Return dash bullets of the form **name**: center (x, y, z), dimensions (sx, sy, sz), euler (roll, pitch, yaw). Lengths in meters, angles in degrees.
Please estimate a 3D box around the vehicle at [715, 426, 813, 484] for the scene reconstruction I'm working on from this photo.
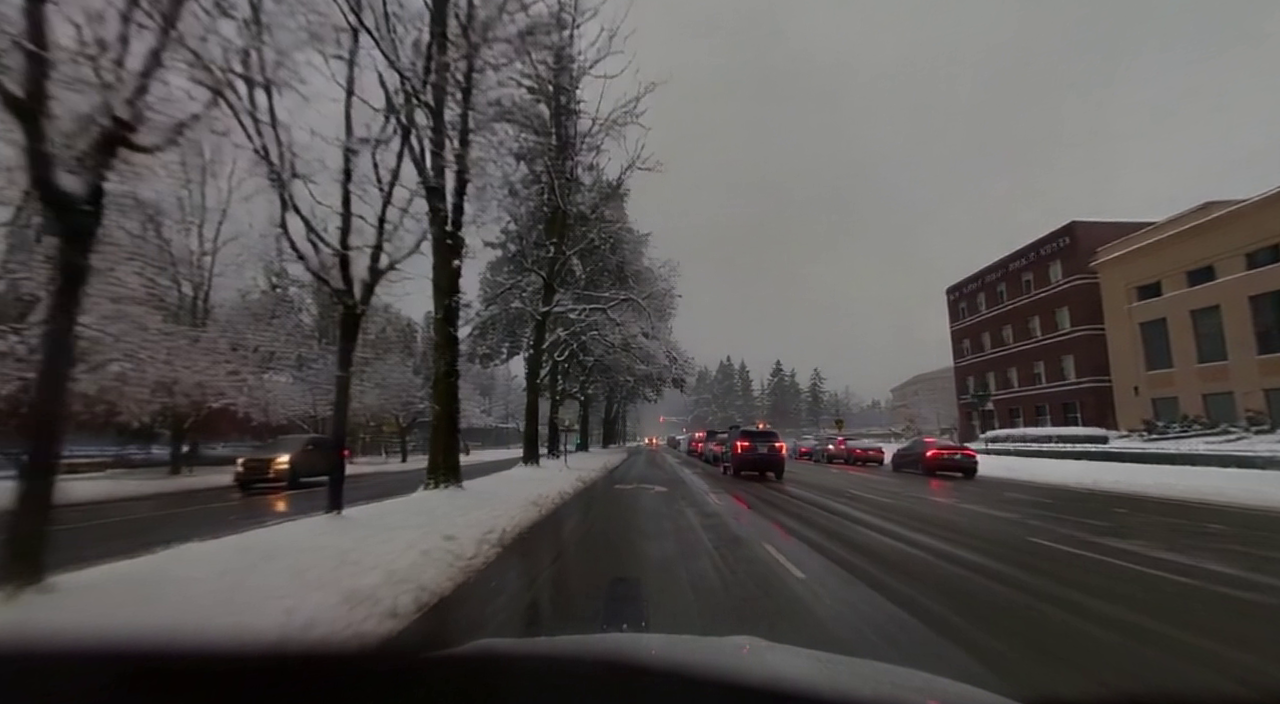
- **vehicle**: center (3.923, 3.365, 20.841), dimensions (2.216, 1.675, 4.627), euler (0, -9, -1)

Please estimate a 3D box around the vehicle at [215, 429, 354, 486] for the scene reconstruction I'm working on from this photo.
- **vehicle**: center (-13.991, 4.182, 25.339), dimensions (2.285, 1.931, 5.530), euler (-3, -9, 1)

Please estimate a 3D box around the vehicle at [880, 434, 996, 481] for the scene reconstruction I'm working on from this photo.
- **vehicle**: center (10.441, 3.724, 22.531), dimensions (1.840, 1.467, 4.731), euler (0, -9, 0)

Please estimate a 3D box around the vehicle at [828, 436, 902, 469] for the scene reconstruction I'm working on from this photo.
- **vehicle**: center (10.680, 4.820, 30.318), dimensions (1.841, 1.471, 4.790), euler (0, -9, 0)
